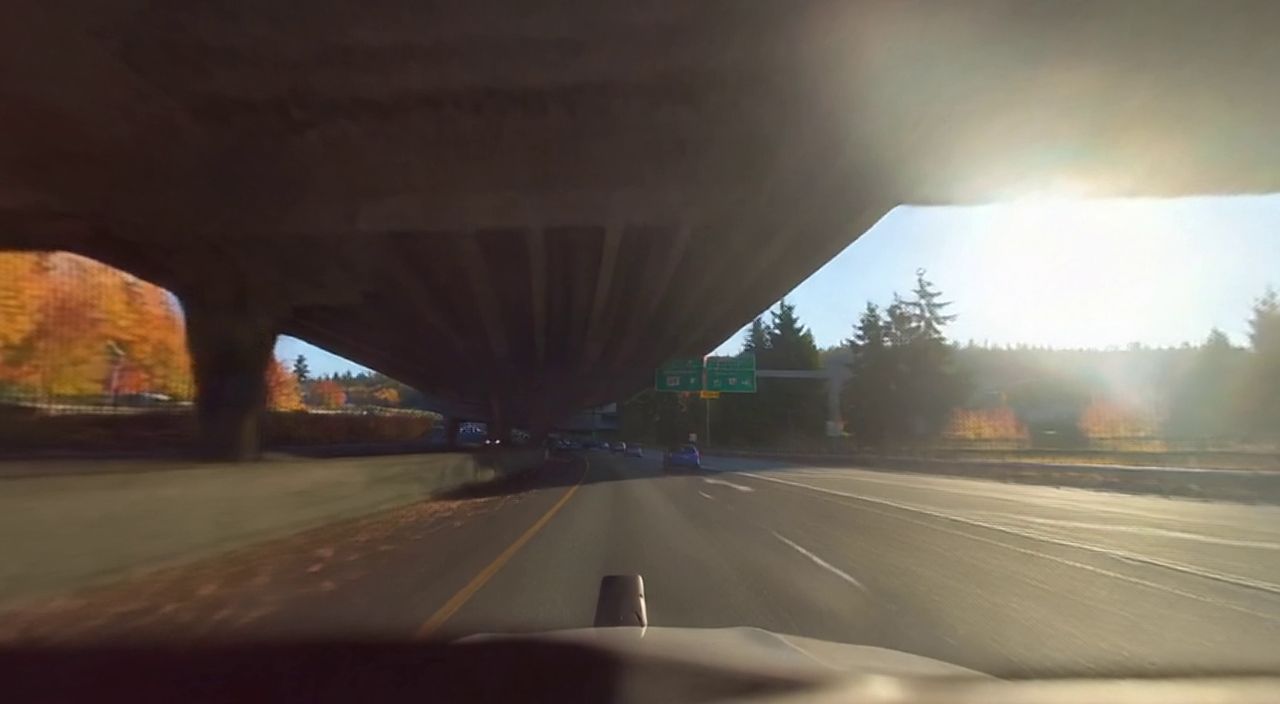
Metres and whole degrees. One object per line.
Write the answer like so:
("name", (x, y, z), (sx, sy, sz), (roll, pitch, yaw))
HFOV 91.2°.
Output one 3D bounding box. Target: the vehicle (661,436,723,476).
("vehicle", (2.275, 4.777, 28.911), (2.337, 1.633, 4.222), (0, -9, -2))
